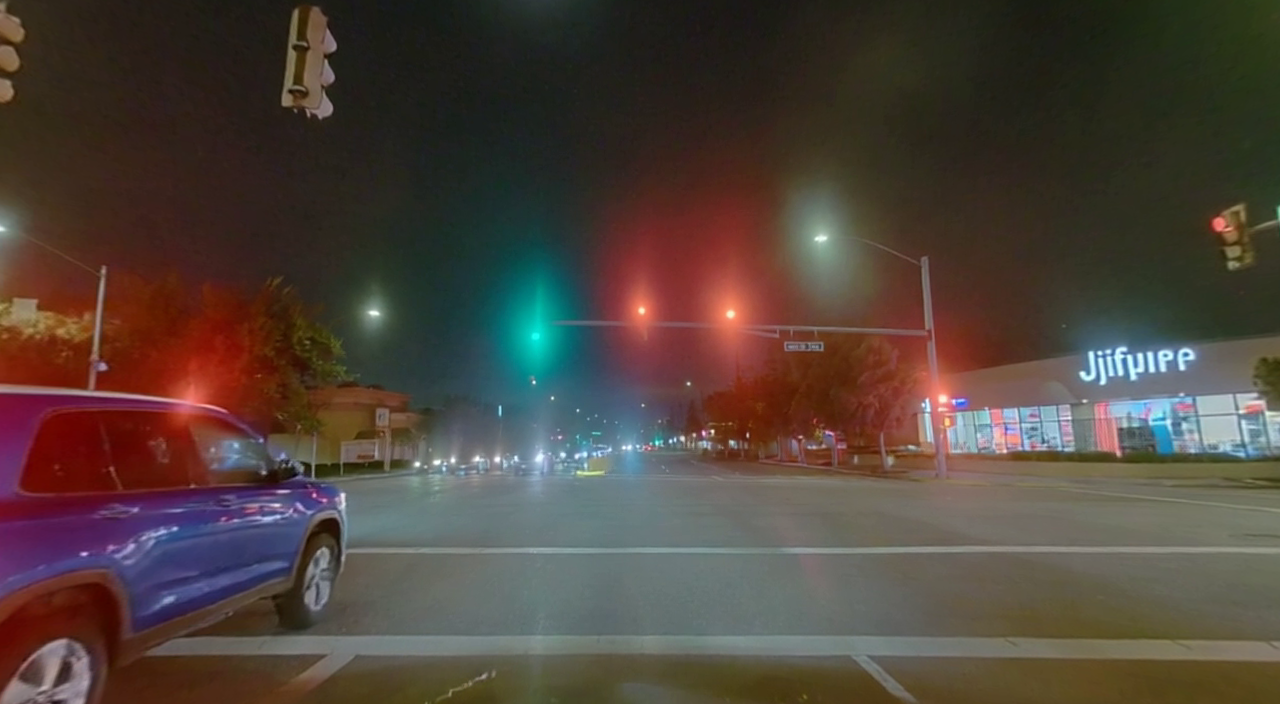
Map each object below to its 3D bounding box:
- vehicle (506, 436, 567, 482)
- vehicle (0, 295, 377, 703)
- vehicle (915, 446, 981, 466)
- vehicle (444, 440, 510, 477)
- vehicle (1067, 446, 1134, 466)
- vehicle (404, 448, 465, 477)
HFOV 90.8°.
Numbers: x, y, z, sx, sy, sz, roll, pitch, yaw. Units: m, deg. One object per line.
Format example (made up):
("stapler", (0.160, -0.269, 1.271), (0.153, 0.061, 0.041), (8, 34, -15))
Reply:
("vehicle", (-4.559, 4.641, 27.783), (2.384, 1.787, 5.038), (1, -9, -10))
("vehicle", (-3.722, 1.011, 4.090), (2.313, 1.883, 5.016), (1, -9, -6))
("vehicle", (23.937, 8.092, 49.195), (4.135, 1.417, 1.851), (-2, -9, 2))
("vehicle", (-8.415, 5.532, 33.156), (2.273, 1.791, 4.809), (0, -8, -1))
("vehicle", (34.561, 7.816, 47.461), (3.740, 1.433, 1.646), (0, -8, -1))
("vehicle", (-11.318, 6.076, 35.119), (2.003, 1.476, 4.082), (0, -8, 1))
